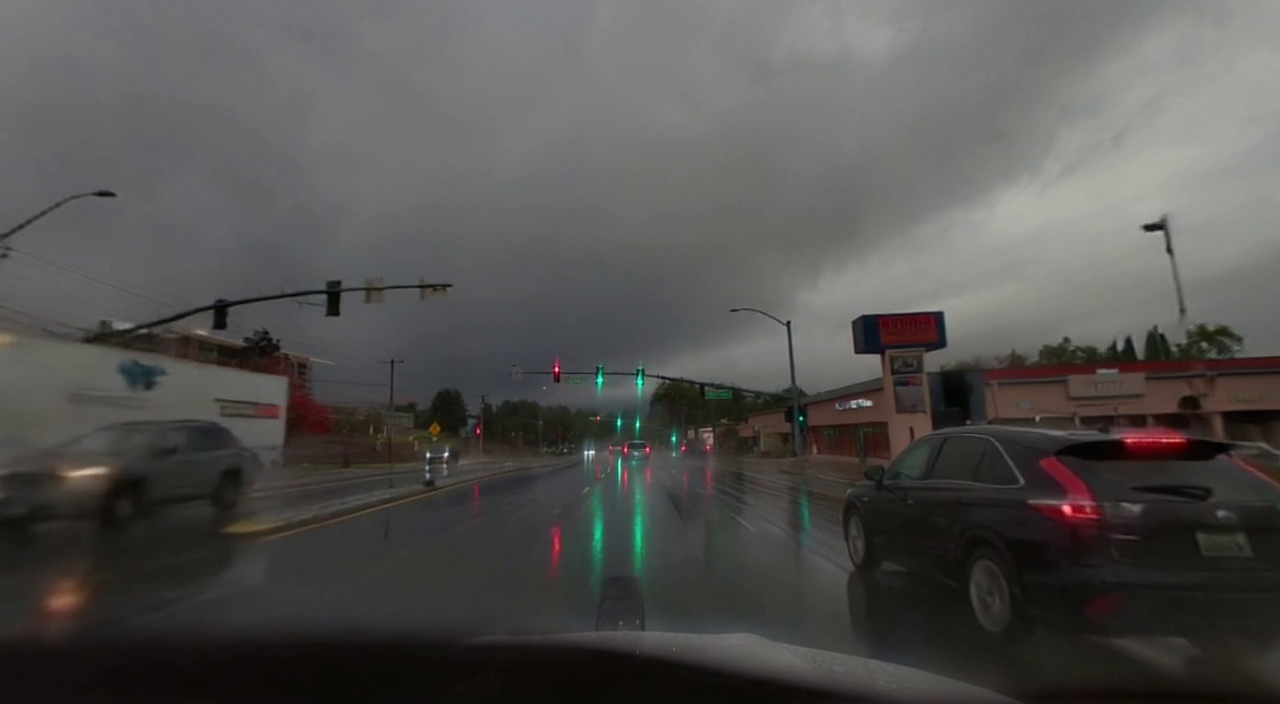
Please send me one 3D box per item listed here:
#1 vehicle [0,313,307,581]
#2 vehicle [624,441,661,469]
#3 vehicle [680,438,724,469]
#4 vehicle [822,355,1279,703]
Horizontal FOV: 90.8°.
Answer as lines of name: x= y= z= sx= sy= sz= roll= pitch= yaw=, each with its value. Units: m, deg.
vehicle: x=-7.258 y=1.297 z=8.846 sx=2.334 sy=2.525 sz=5.893 roll=0 pitch=-9 yaw=-5
vehicle: x=0.084 y=6.000 z=36.909 sx=2.023 sy=1.532 sz=3.891 roll=0 pitch=-9 yaw=-2
vehicle: x=3.525 y=5.929 z=36.907 sx=2.085 sy=1.668 sz=4.077 roll=0 pitch=-9 yaw=-1
vehicle: x=3.041 y=1.170 z=4.778 sx=1.969 sy=1.682 sz=4.387 roll=0 pitch=-9 yaw=0
